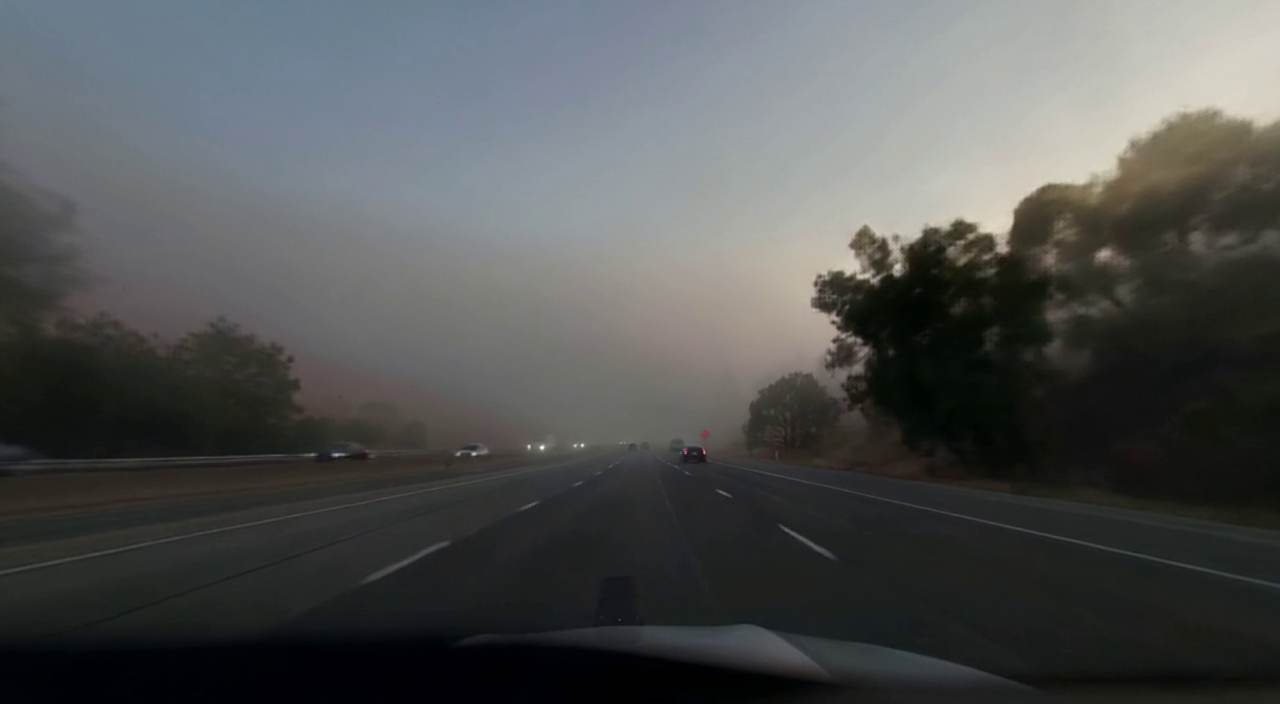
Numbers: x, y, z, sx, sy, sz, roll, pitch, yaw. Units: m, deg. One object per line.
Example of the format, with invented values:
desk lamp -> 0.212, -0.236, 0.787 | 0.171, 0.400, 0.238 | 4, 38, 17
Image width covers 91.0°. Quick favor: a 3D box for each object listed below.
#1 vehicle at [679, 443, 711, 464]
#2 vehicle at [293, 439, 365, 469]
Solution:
vehicle -> 4.199, 7.771, 48.452 | 1.943, 1.490, 4.246 | 0, -8, -1
vehicle -> -19.218, 6.301, 39.136 | 1.966, 1.693, 4.555 | 0, -8, 3
